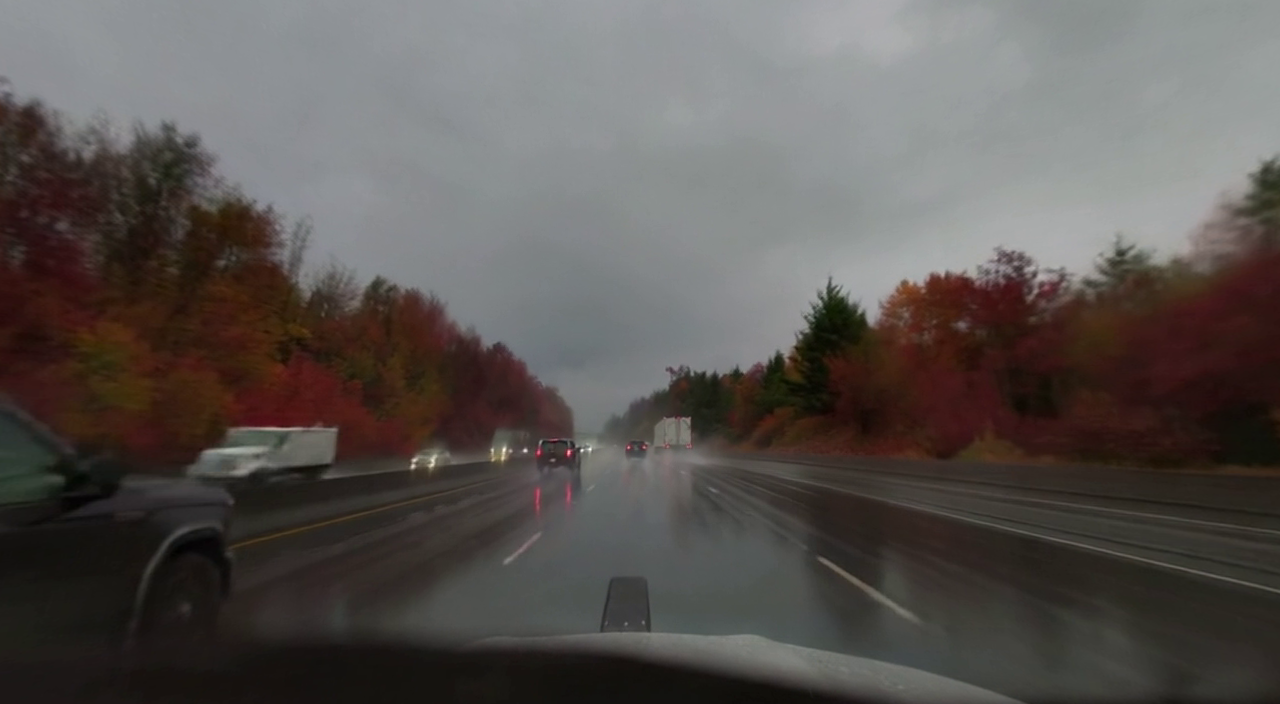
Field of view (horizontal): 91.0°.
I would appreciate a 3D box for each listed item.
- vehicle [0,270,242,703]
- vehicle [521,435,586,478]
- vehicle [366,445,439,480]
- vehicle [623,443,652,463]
[{"bbox_3d":[-3.471,0.472,0.988,2.180,1.916,5.263,0,-8,1],"label":"vehicle"},{"bbox_3d":[-3.639,4.514,27.415,2.077,1.669,4.739,0,-8,1],"label":"vehicle"},{"bbox_3d":[-10.932,5.101,29.299,1.860,1.464,4.218,0,-8,-2],"label":"vehicle"},{"bbox_3d":[-0.200,7.805,48.730,2.152,1.484,4.211,0,-8,0],"label":"vehicle"}]
